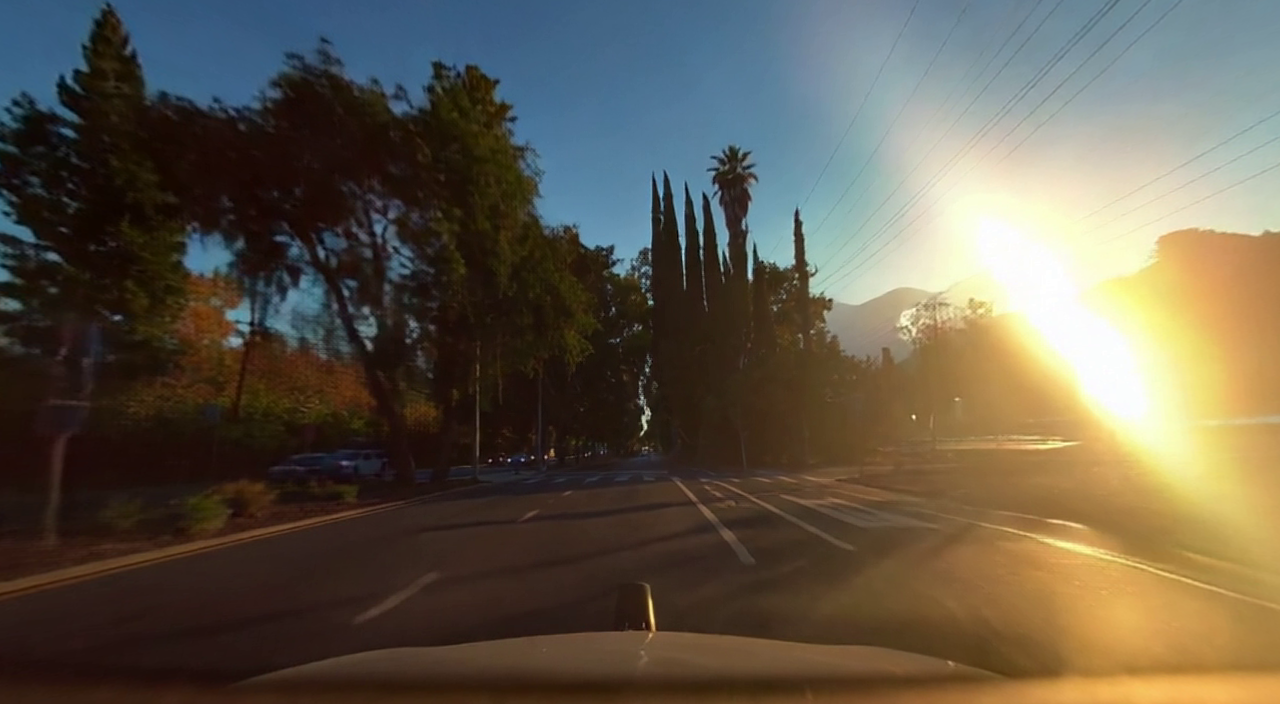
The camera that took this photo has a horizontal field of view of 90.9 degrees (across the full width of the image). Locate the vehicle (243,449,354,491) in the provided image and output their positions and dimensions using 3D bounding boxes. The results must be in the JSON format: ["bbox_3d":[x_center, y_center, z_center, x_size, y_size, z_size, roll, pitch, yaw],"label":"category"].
[{"bbox_3d":[-13.618,4.708,25.483,1.883,1.484,4.464,0,-8,1],"label":"vehicle"}]
